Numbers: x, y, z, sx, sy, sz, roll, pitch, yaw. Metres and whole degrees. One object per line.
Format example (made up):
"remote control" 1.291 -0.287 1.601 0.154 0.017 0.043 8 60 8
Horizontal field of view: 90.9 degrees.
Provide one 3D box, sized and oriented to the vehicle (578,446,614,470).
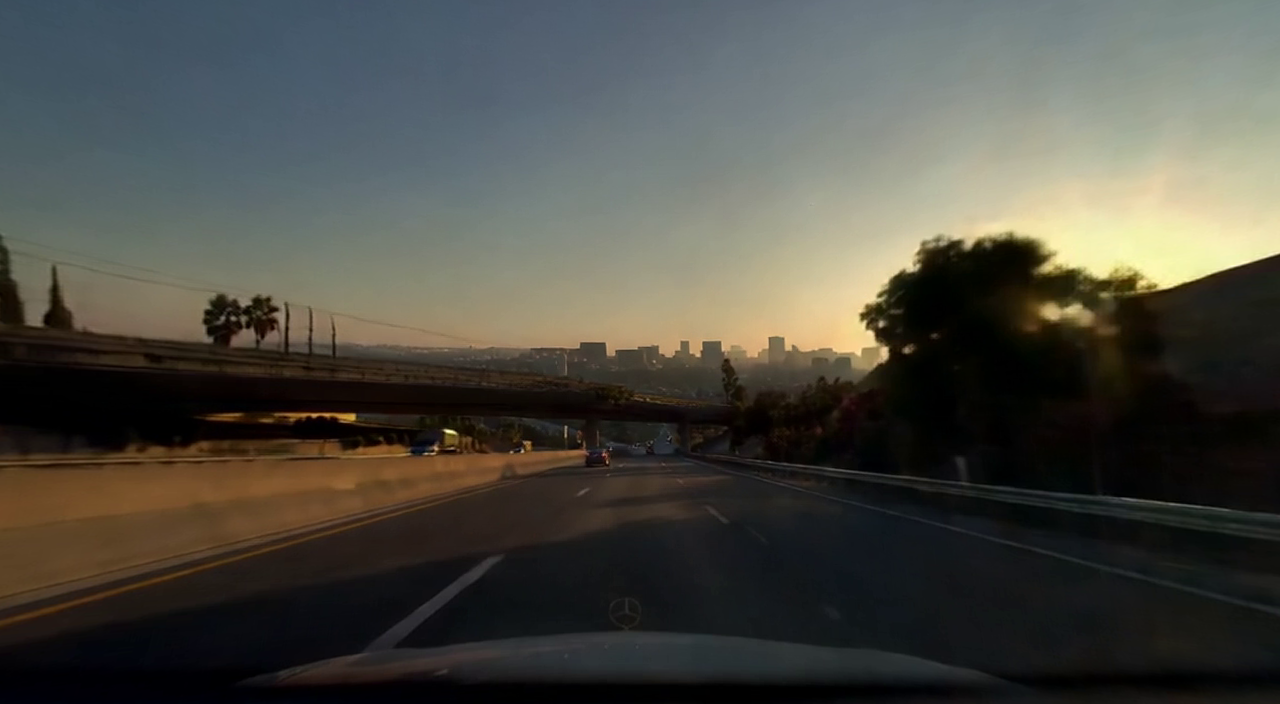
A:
"vehicle" -2.871 7.035 42.021 1.991 1.473 4.707 0 -9 0
